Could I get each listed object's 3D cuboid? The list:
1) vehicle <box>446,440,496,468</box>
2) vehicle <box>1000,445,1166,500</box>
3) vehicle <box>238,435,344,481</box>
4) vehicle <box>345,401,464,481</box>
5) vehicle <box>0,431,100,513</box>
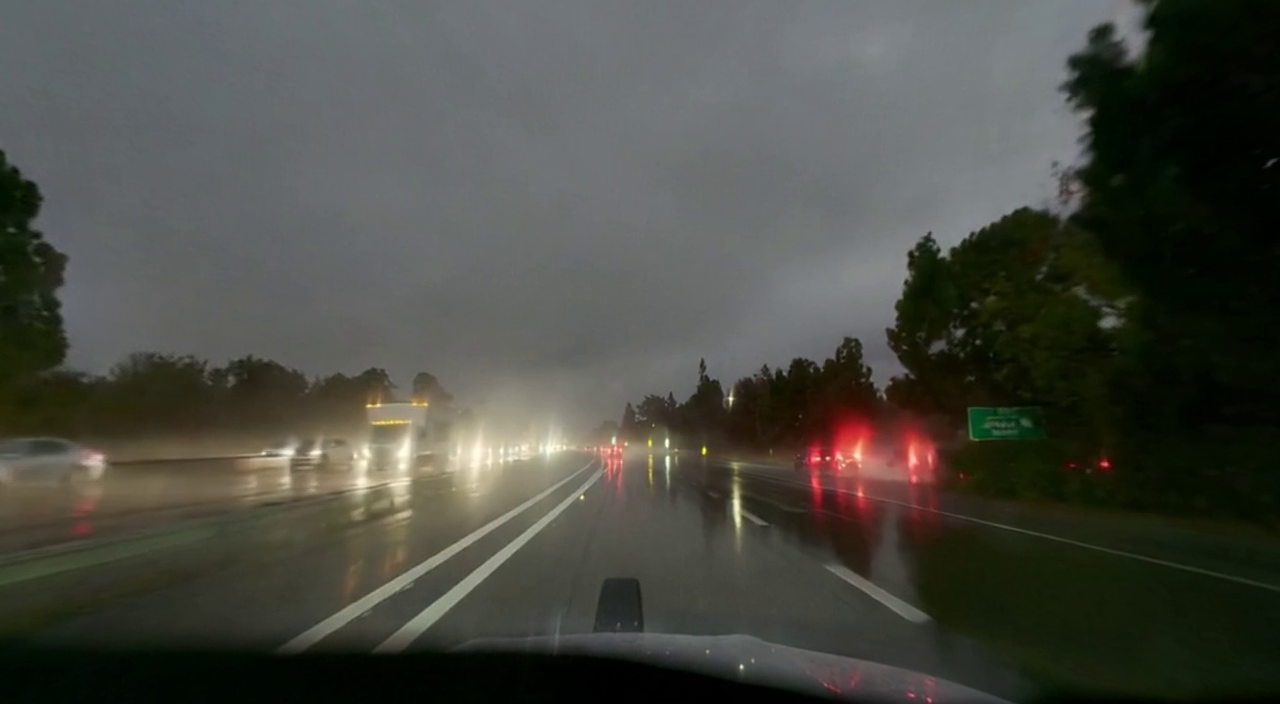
[{"bbox_3d":[-9.545,5.812,35.758,1.839,1.474,4.225,0,-8,-2],"label":"vehicle"},{"bbox_3d":[14.078,3.819,20.353,1.941,1.536,4.585,0,-8,-2],"label":"vehicle"},{"bbox_3d":[-13.734,4.167,24.978,1.947,1.647,4.183,0,-8,-3],"label":"vehicle"},{"bbox_3d":[-8.833,3.496,24.472,2.356,2.637,6.975,0,-8,-4],"label":"vehicle"},{"bbox_3d":[-12.680,2.157,11.097,1.927,1.494,5.040,0,-8,-3],"label":"vehicle"}]
